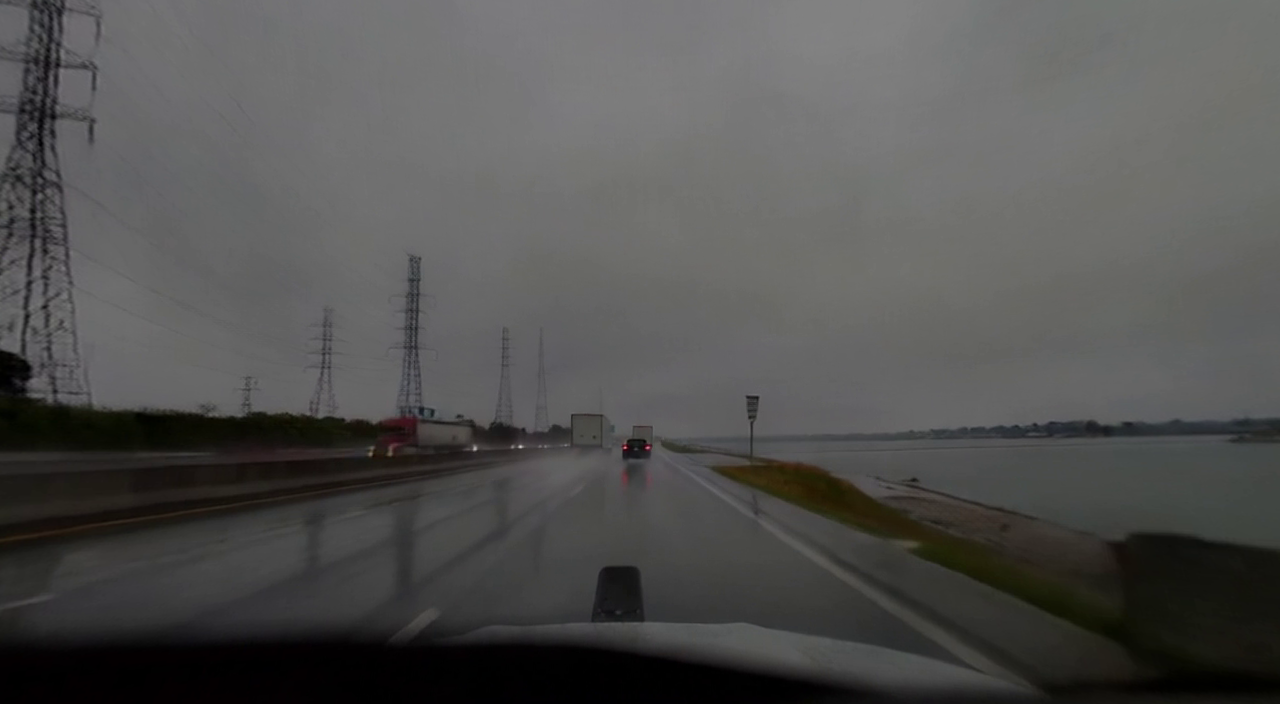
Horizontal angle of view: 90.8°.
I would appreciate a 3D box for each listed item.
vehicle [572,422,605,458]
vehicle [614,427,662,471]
[{"bbox_3d":[-3.793,6.547,46.928,2.178,2.522,2.054,0,-8,1],"label":"vehicle"},{"bbox_3d":[-0.105,5.152,33.700,2.358,2.144,4.713,0,-8,0],"label":"vehicle"}]
